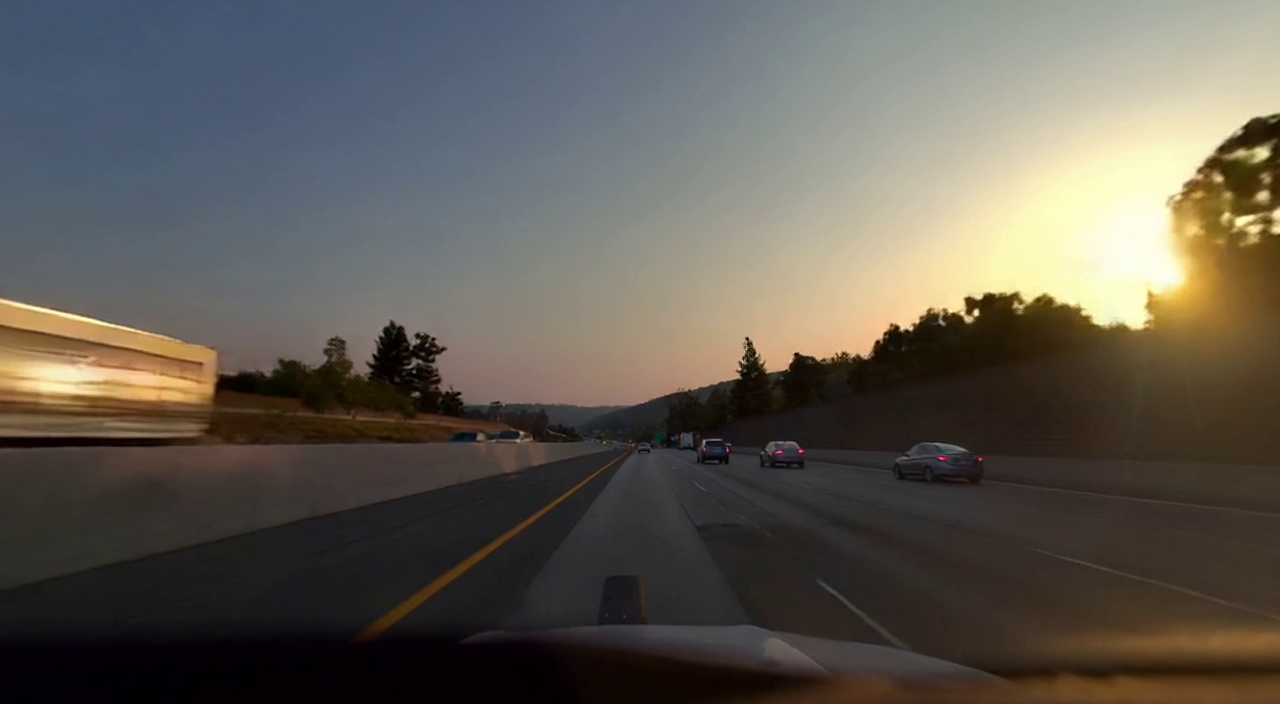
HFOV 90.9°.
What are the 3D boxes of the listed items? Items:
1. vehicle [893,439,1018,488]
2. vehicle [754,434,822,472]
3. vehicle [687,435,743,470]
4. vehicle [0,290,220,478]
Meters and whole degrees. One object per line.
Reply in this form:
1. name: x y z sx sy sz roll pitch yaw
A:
1. vehicle: 10.684 3.785 21.810 1.970 1.479 4.480 0 -8 0
2. vehicle: 7.248 5.016 31.422 2.178 1.749 4.570 0 -8 -1
3. vehicle: 3.800 5.188 32.667 2.326 1.644 4.206 0 -8 -1
4. vehicle: -14.011 0.762 13.195 3.009 3.639 10.635 0 -8 0
